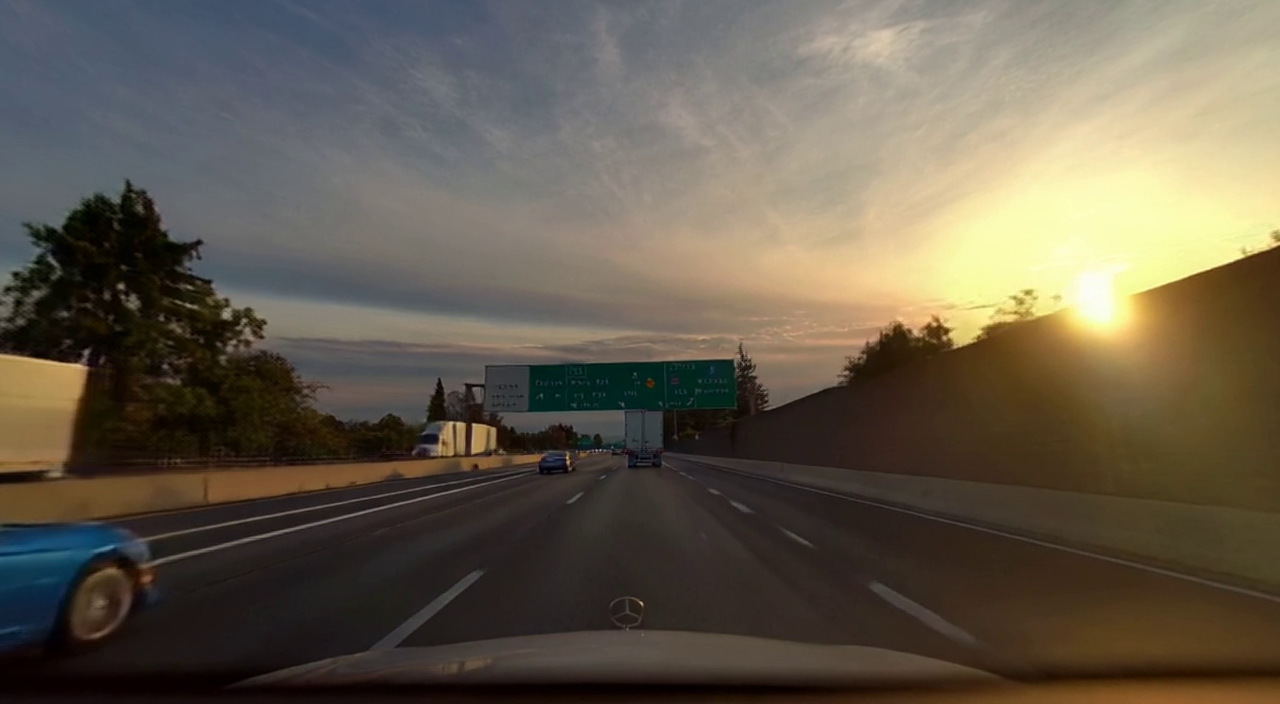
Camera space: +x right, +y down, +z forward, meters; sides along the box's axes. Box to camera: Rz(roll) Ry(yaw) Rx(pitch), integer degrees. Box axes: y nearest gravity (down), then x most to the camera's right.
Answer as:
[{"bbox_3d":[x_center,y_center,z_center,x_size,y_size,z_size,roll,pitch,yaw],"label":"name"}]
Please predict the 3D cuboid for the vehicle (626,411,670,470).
[{"bbox_3d":[0.621,6.908,48.692,2.980,4.051,10.359,0,-9,1],"label":"vehicle"}]

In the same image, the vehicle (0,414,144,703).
[{"bbox_3d":[-4.212,0.826,1.652,1.977,1.478,4.702,0,-9,0],"label":"vehicle"}]

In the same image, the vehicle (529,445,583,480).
[{"bbox_3d":[-4.031,5.376,30.954,1.974,1.531,4.429,0,-9,1],"label":"vehicle"}]
